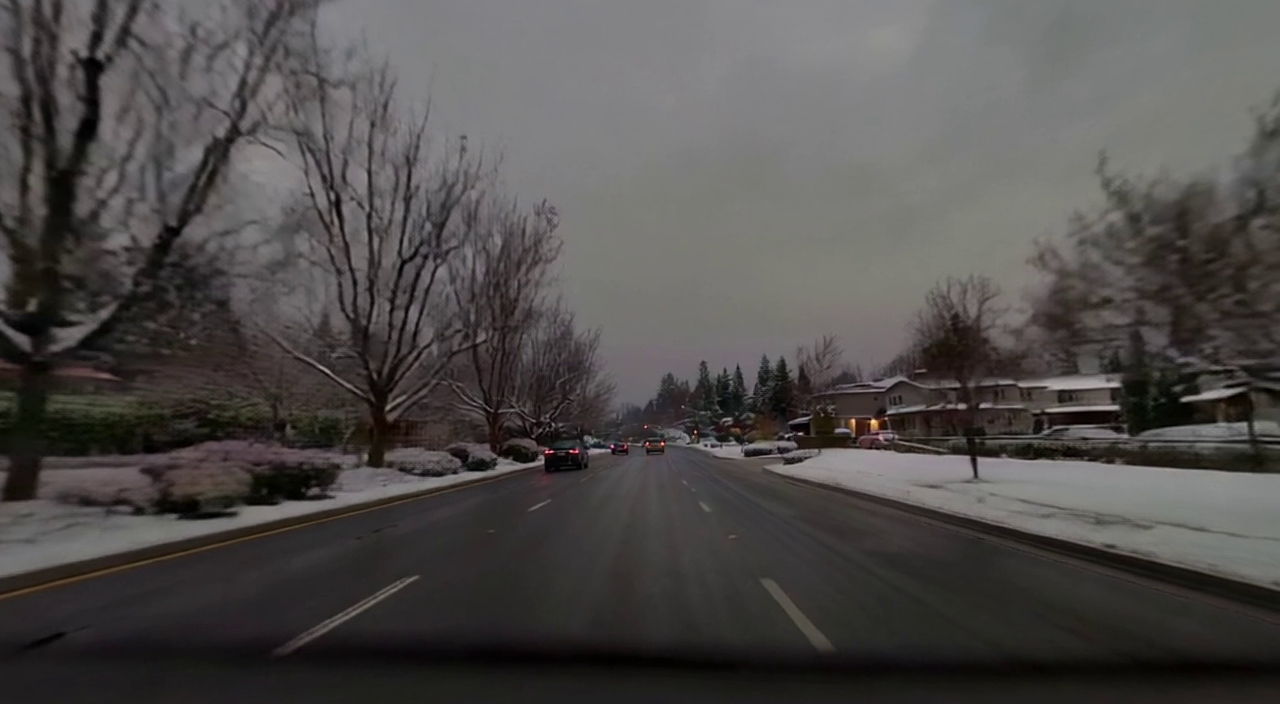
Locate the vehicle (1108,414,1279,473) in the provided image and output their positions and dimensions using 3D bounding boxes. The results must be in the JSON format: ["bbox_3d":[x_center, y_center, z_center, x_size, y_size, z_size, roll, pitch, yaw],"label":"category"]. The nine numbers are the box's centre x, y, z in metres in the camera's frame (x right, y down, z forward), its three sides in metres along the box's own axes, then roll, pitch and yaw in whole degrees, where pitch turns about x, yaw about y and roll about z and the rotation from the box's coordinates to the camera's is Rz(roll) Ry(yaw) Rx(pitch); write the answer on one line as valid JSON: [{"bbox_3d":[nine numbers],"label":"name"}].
[{"bbox_3d":[21.340,3.391,23.193,2.426,1.902,6.126,3,-9,-16],"label":"vehicle"}]

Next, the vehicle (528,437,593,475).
[{"bbox_3d":[-3.254,4.370,26.637,2.036,1.478,4.508,0,-8,2],"label":"vehicle"}]

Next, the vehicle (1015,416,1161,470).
[{"bbox_3d":[20.489,4.193,29.101,2.624,2.088,5.064,-3,-8,-6],"label":"vehicle"}]
